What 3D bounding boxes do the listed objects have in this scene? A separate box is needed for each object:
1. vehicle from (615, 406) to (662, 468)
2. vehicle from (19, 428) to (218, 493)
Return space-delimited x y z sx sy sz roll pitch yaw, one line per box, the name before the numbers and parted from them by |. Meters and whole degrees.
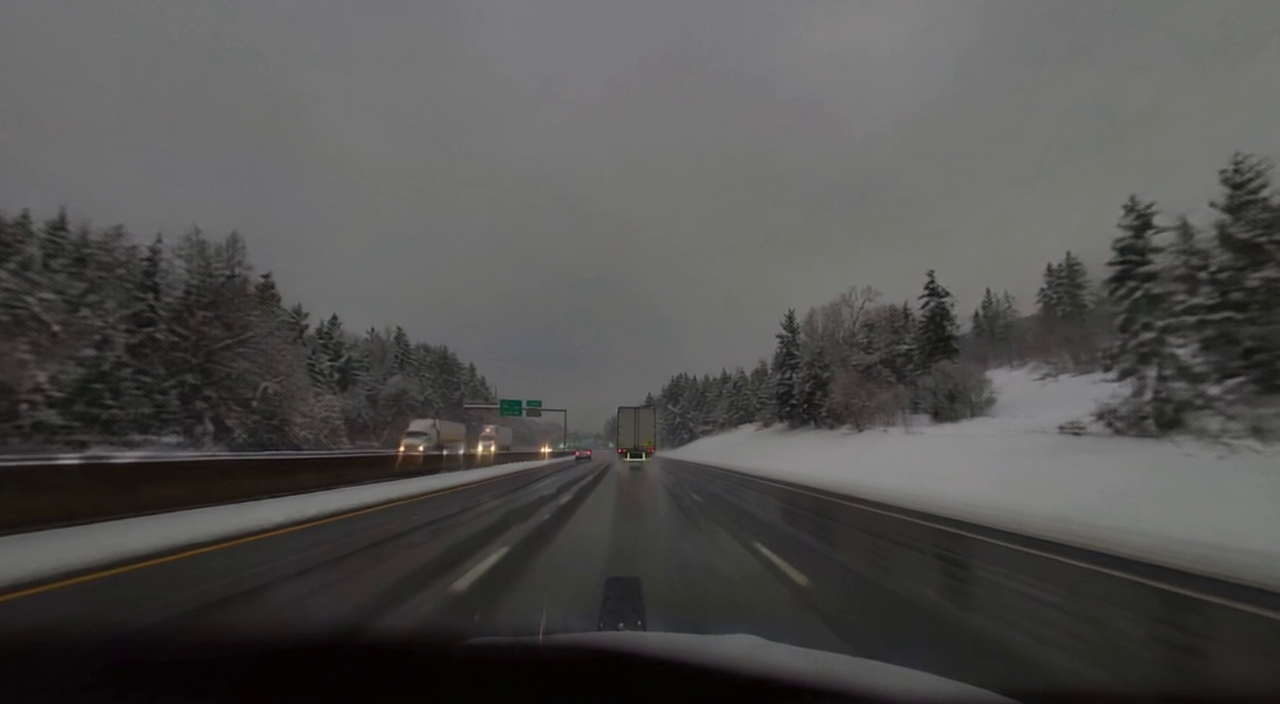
vehicle | -0.222 6.244 45.554 2.962 3.953 10.696 0 -9 -1
vehicle | -13.128 2.757 16.264 1.770 1.469 3.967 0 -9 -1
